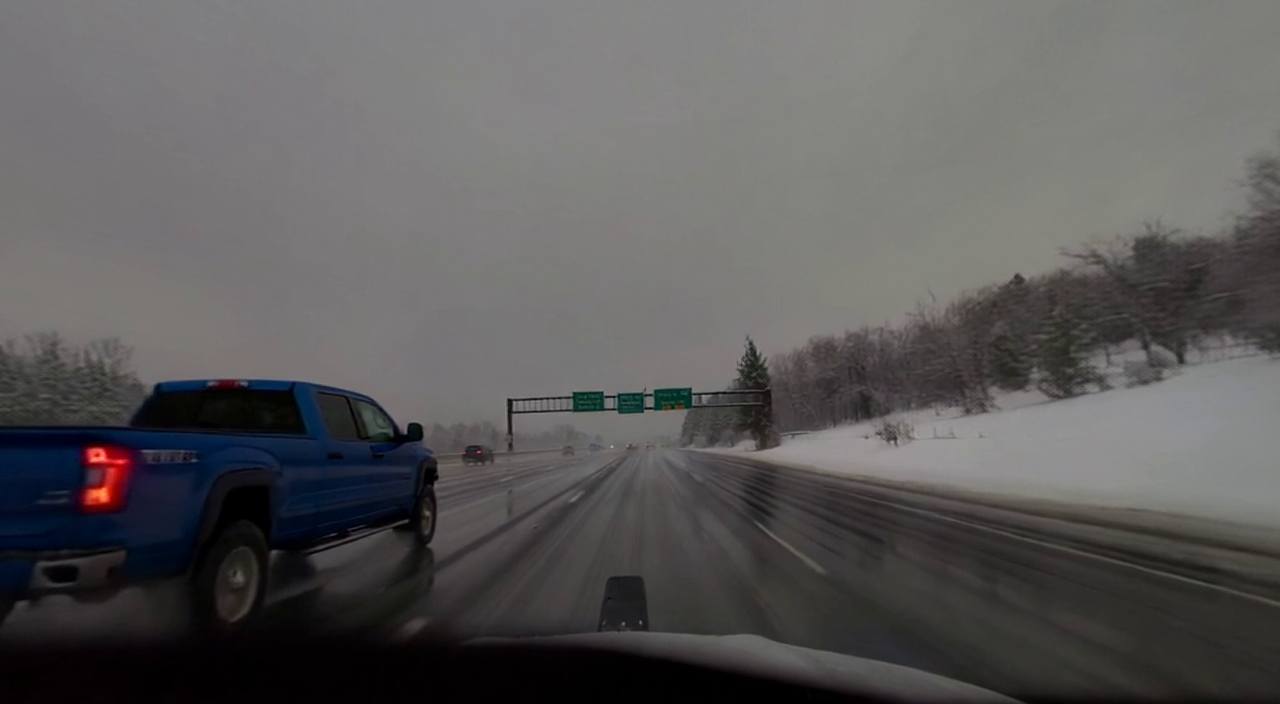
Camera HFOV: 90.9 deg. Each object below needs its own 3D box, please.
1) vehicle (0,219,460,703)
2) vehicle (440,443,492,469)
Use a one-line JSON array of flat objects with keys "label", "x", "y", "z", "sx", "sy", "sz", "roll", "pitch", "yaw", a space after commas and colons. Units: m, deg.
[{"label": "vehicle", "x": -3.566, "y": 0.913, "z": 4.611, "sx": 2.601, "sy": 2.084, "sz": 6.068, "roll": 0, "pitch": -8, "yaw": 1}, {"label": "vehicle", "x": -10.831, "y": 6.495, "z": 39.619, "sx": 1.957, "sy": 1.565, "sz": 4.311, "roll": 0, "pitch": -8, "yaw": 1}]
